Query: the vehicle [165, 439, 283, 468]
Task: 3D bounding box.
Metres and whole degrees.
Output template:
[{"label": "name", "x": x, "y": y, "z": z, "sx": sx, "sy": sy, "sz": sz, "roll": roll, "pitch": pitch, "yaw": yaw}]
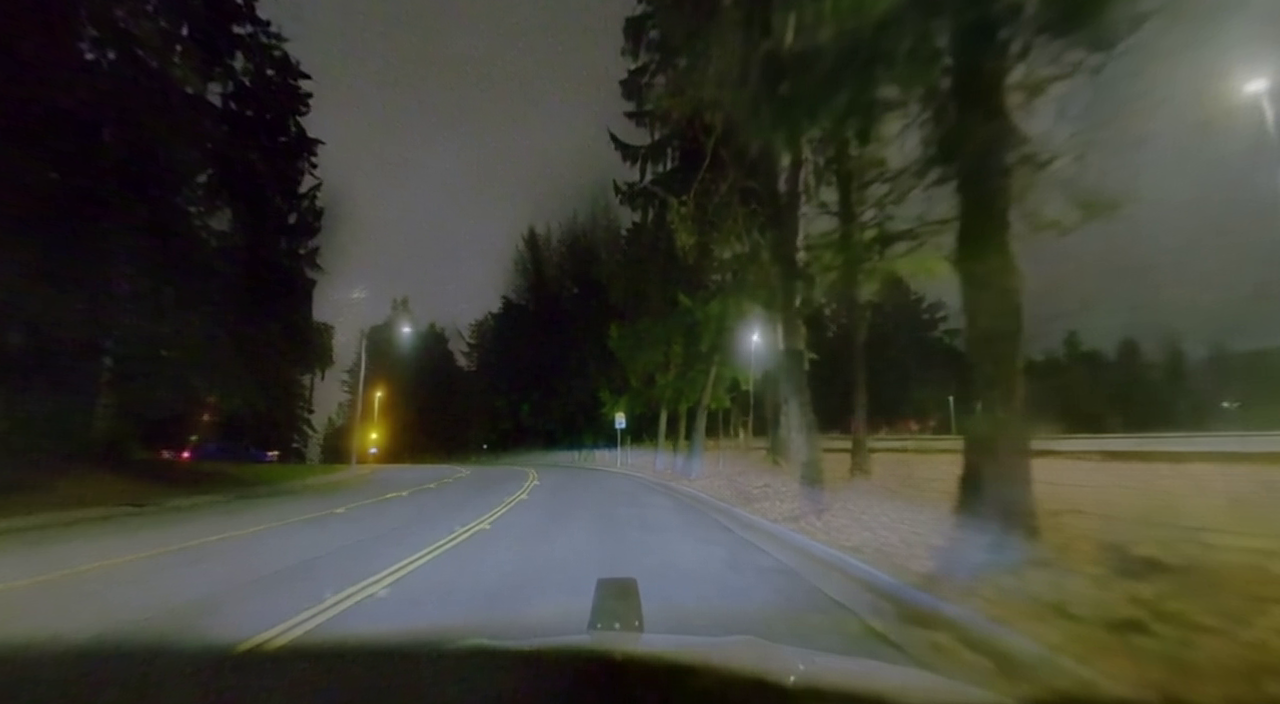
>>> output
[{"label": "vehicle", "x": -26.186, "y": 6.421, "z": 39.983, "sx": 5.613, "sy": 1.775, "sz": 2.357, "roll": 2, "pitch": -9, "yaw": -11}]
